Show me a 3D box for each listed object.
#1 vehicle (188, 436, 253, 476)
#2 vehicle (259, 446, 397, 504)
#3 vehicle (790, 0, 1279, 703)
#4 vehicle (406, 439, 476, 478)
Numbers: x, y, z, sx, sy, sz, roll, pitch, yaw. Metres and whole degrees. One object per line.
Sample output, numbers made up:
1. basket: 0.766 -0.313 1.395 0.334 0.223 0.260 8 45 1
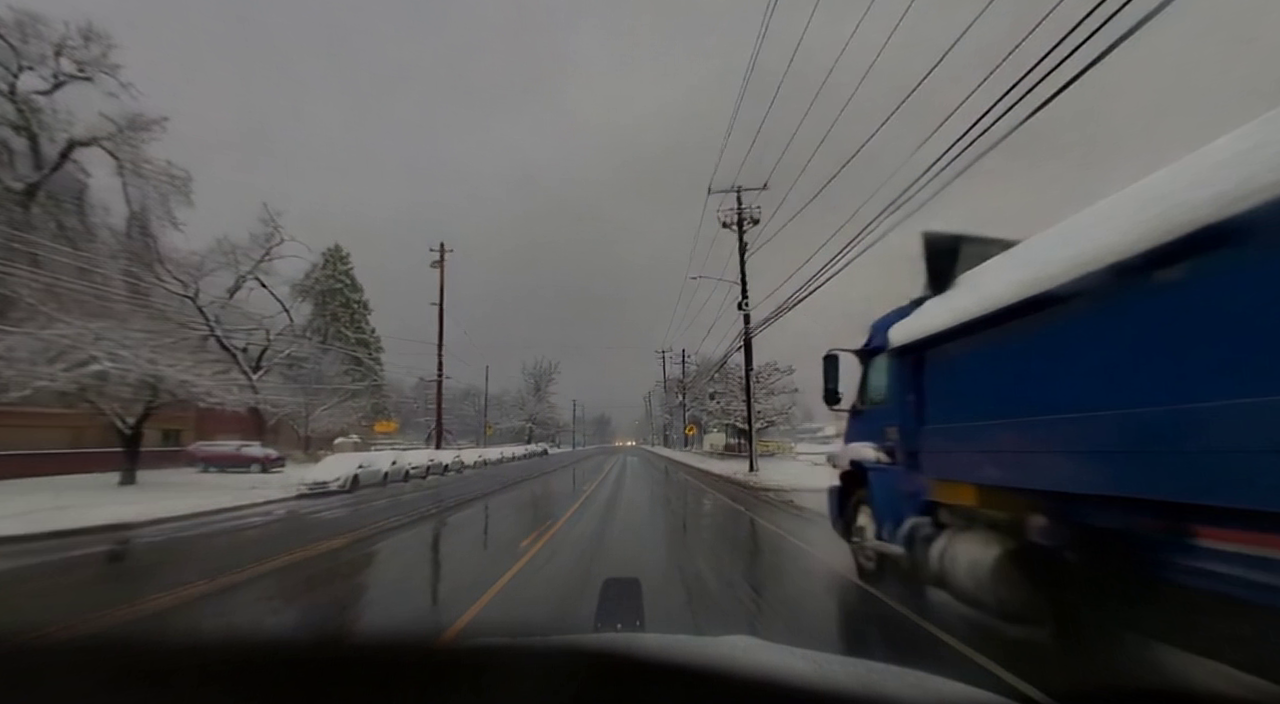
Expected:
1. vehicle: -21.742 5.368 32.927 1.954 1.868 4.977 3 -9 -24
2. vehicle: -8.941 3.533 18.659 1.939 1.480 4.632 0 -9 -3
3. vehicle: 3.656 0.119 3.064 3.168 3.106 9.350 0 -8 -2
4. vehicle: -9.447 5.100 30.405 2.027 1.719 4.575 0 -9 -3
